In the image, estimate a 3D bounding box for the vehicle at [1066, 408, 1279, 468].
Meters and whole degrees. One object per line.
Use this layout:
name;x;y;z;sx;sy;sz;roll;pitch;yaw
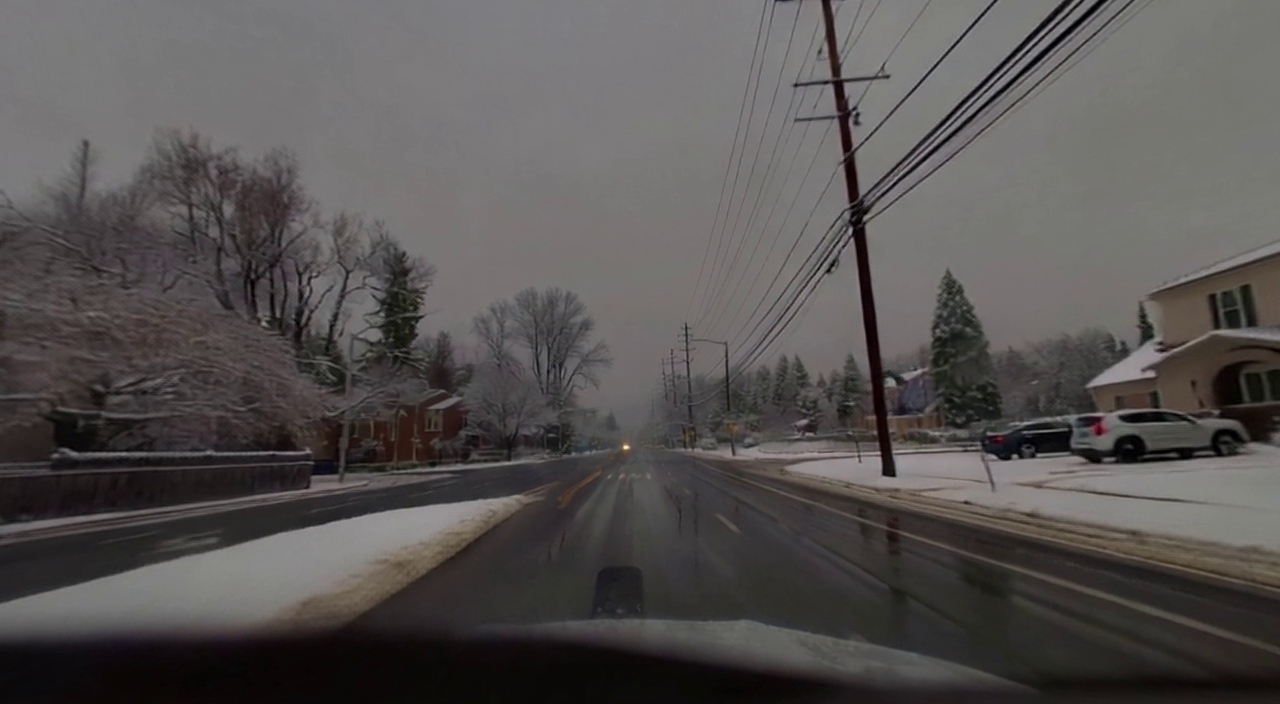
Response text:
vehicle;16.790;2.745;20.134;4.833;1.786;2.136;0;-9;0

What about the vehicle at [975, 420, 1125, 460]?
vehicle;16.573;3.592;25.683;4.681;1.541;2.049;0;-9;-3

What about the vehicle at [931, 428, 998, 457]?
vehicle;22.128;6.223;43.323;1.960;1.873;4.839;0;-8;-1
